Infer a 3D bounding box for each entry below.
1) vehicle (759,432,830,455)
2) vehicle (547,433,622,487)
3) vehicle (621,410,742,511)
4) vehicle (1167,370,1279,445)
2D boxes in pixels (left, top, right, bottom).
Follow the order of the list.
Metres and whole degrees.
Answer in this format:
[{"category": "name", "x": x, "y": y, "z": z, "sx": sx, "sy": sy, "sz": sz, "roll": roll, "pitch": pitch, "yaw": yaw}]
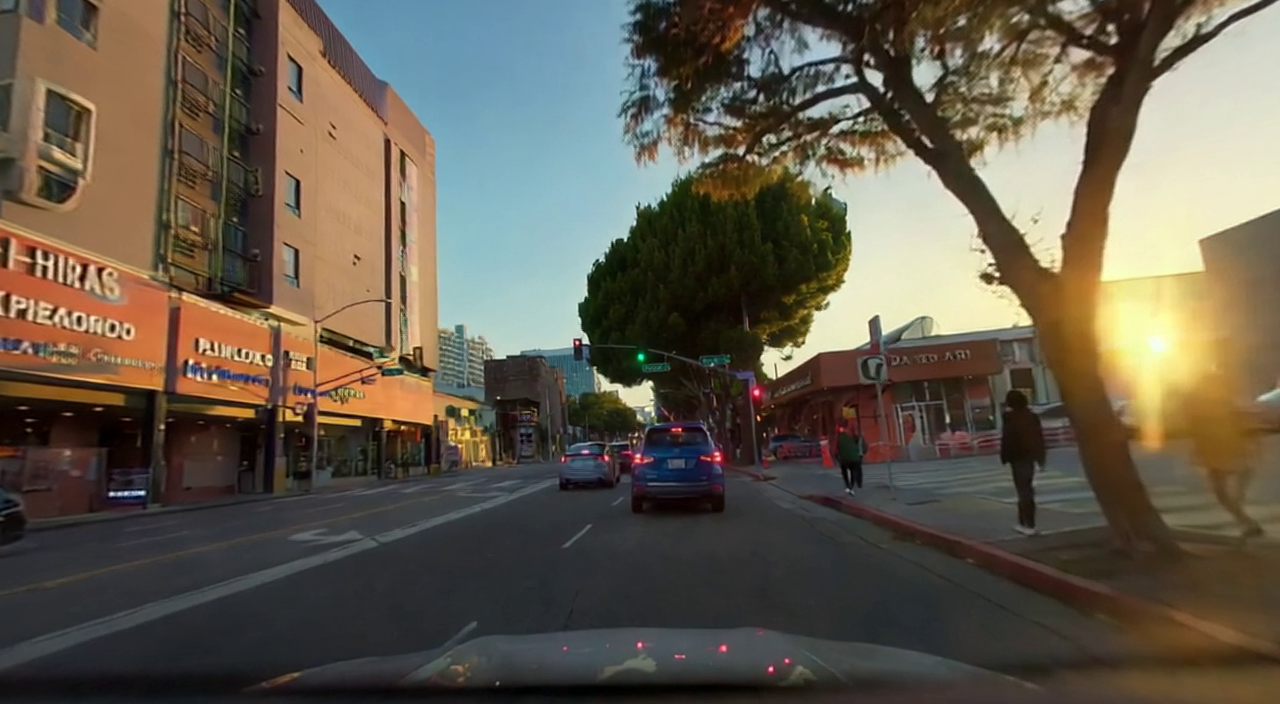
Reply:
[{"category": "vehicle", "x": 10.549, "y": 6.287, "z": 43.415, "sx": 4.426, "sy": 1.490, "sz": 1.862, "roll": -1, "pitch": -8, "yaw": 3}, {"category": "vehicle", "x": -1.847, "y": 3.774, "z": 22.359, "sx": 2.023, "sy": 1.702, "sz": 4.152, "roll": -1, "pitch": -8, "yaw": 4}, {"category": "vehicle", "x": 0.893, "y": 2.468, "z": 14.783, "sx": 2.352, "sy": 1.953, "sz": 4.796, "roll": -1, "pitch": -8, "yaw": 2}, {"category": "vehicle", "x": 13.433, "y": 1.141, "z": 12.605, "sx": 4.189, "sy": 1.395, "sz": 1.725, "roll": 0, "pitch": -8, "yaw": 2}]
